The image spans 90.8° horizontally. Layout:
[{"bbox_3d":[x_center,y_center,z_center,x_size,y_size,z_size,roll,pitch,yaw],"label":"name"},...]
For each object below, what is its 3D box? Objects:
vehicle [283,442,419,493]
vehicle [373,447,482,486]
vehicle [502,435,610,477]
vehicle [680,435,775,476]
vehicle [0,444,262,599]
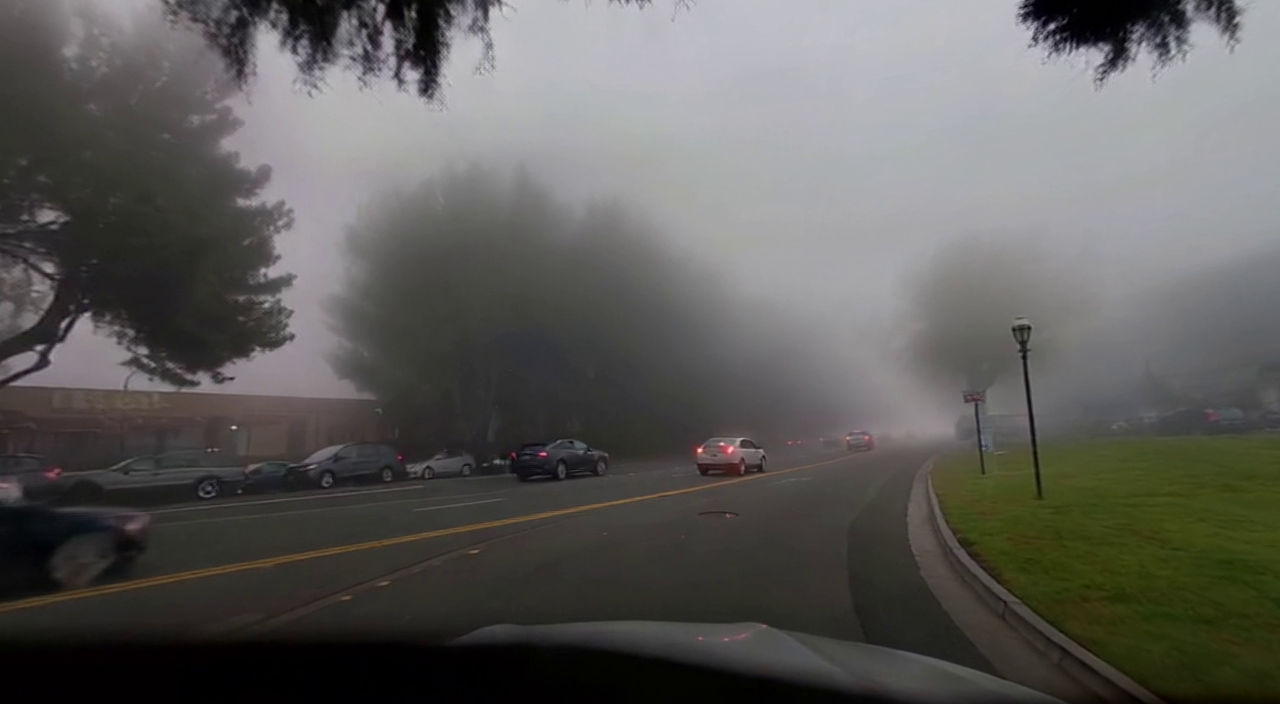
[{"bbox_3d":[-12.488,4.932,27.634,2.134,1.924,4.911,-5,-9,34],"label":"vehicle"},{"bbox_3d":[-11.610,6.236,34.905,2.261,1.733,5.381,-5,-8,33],"label":"vehicle"},{"bbox_3d":[-3.858,4.897,29.792,2.506,1.718,4.822,-9,-12,31],"label":"vehicle"},{"bbox_3d":[3.618,4.175,25.442,1.984,1.482,4.482,-6,-11,34],"label":"vehicle"},{"bbox_3d":[-6.954,1.669,6.503,2.056,1.442,4.725,-6,-11,36],"label":"vehicle"}]
